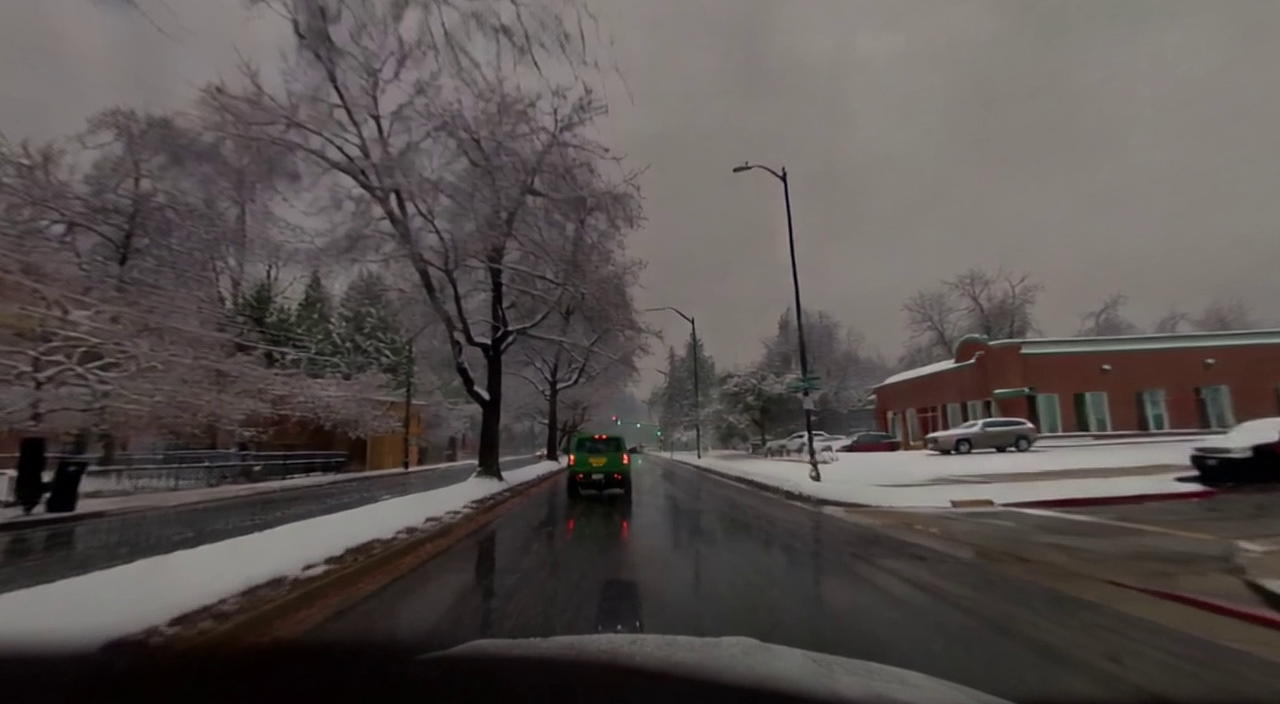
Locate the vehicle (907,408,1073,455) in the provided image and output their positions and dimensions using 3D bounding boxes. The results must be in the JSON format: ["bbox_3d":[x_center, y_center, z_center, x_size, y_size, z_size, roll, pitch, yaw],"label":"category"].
[{"bbox_3d":[12.796,2.976,23.364,4.788,1.625,2.319,0,-9,-3],"label":"vehicle"}]

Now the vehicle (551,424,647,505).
[{"bbox_3d":[-1.013,2.982,17.263,2.157,1.816,5.804,0,-8,-2],"label":"vehicle"}]

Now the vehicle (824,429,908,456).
[{"bbox_3d":[12.445,5.004,34.962,3.895,1.451,1.830,1,-9,-4],"label":"vehicle"}]
